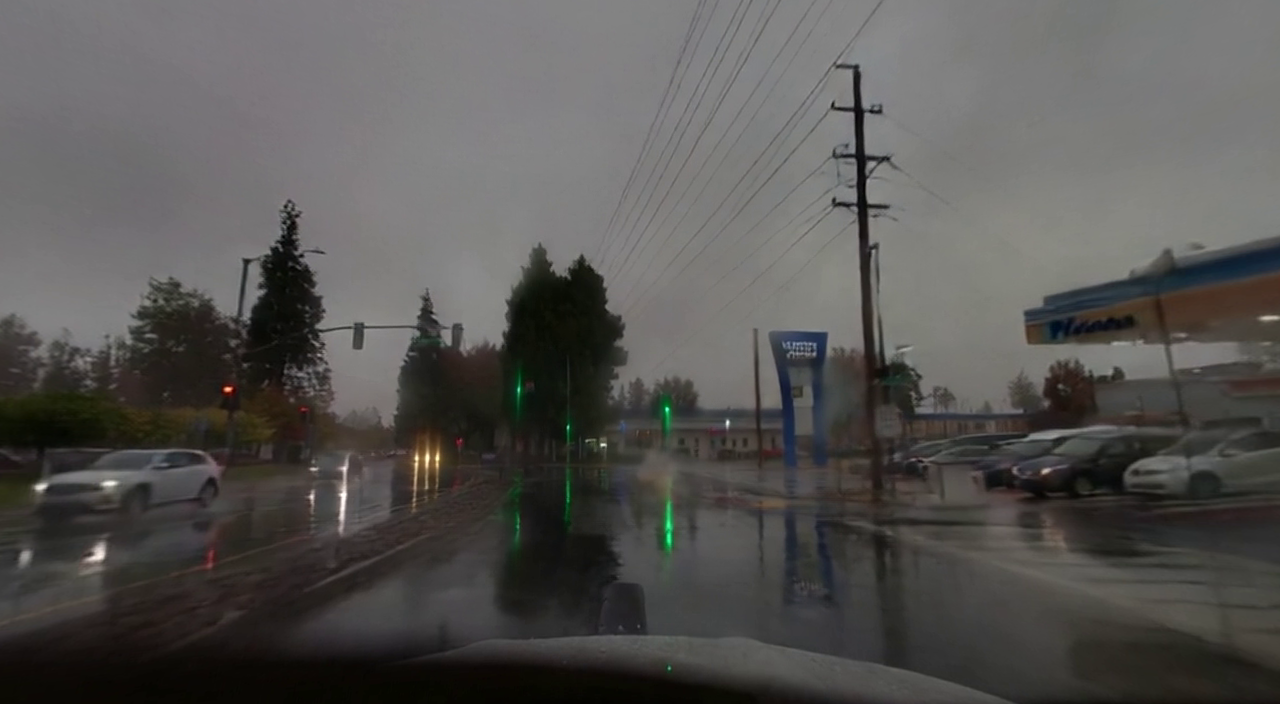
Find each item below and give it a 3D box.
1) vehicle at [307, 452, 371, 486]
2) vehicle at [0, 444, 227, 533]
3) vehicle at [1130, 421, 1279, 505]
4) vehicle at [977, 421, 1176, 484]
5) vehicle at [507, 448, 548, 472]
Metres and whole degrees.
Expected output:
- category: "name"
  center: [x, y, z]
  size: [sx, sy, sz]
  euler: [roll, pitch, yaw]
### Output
- category: "vehicle"
  center: [-14.581, 5.646, 30.814]
  size: [1.863, 1.439, 4.351]
  euler: [2, -9, -13]
- category: "vehicle"
  center: [-11.270, 2.856, 13.849]
  size: [1.918, 1.628, 4.011]
  euler: [1, -9, -5]
- category: "vehicle"
  center: [14.242, 2.409, 13.966]
  size: [4.996, 1.720, 2.027]
  euler: [-1, -8, 3]
- category: "vehicle"
  center: [13.411, 3.136, 19.689]
  size: [4.444, 1.815, 2.239]
  euler: [0, -9, 2]
- category: "vehicle"
  center: [-7.746, 7.353, 43.228]
  size: [2.094, 1.500, 3.682]
  euler: [3, -9, -21]
